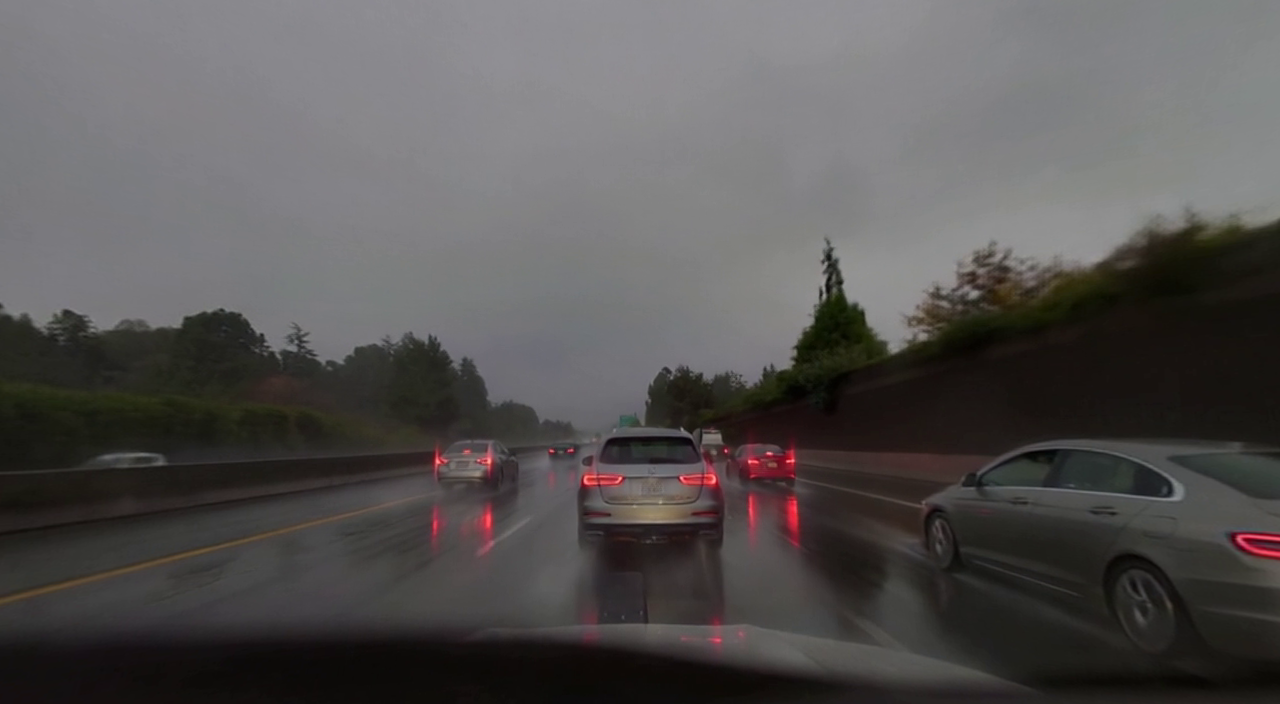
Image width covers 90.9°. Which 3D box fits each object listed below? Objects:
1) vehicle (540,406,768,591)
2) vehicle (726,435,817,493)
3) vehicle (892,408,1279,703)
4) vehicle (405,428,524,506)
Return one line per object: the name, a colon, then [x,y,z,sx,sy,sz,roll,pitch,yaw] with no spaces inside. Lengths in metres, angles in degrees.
vehicle: [0.099,1.649,7.800,2.093,1.695,3.782,0,-9,-1]
vehicle: [3.910,3.411,19.424,1.905,1.590,3.746,0,-9,-2]
vehicle: [3.695,1.230,4.405,1.953,1.434,4.511,0,-9,-1]
vehicle: [-4.240,2.860,15.935,1.890,1.708,3.844,0,-9,0]
